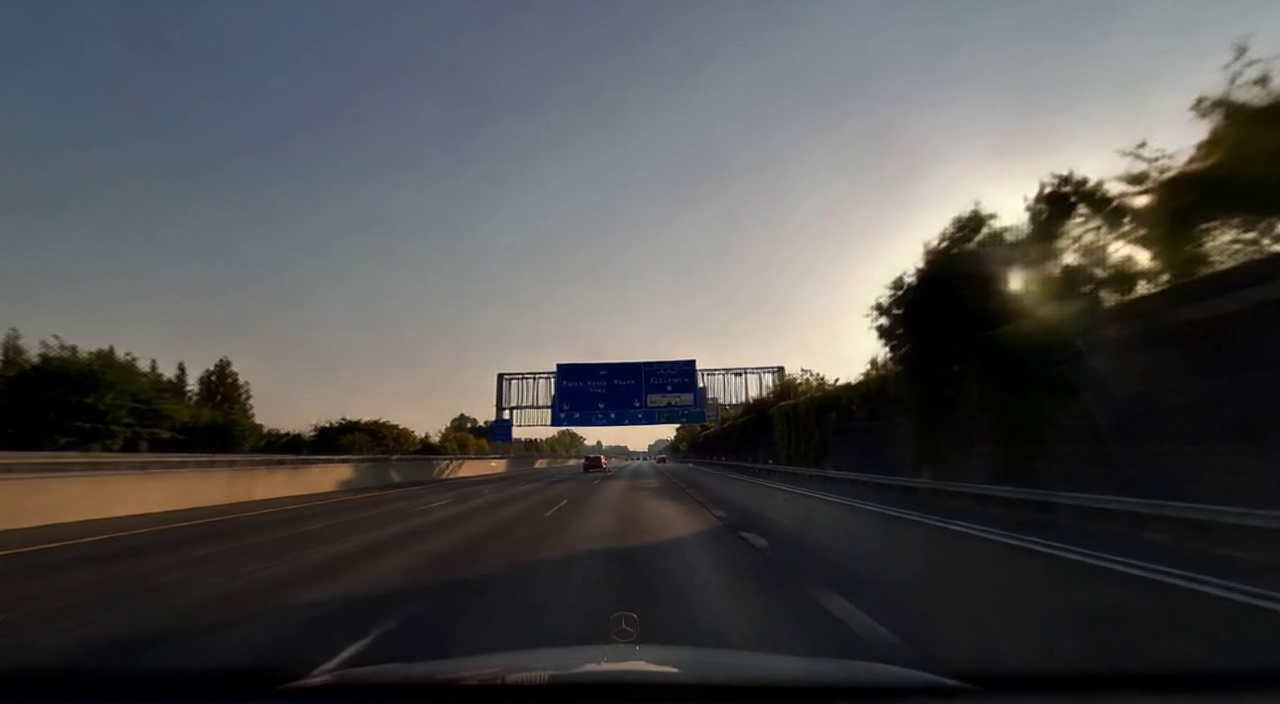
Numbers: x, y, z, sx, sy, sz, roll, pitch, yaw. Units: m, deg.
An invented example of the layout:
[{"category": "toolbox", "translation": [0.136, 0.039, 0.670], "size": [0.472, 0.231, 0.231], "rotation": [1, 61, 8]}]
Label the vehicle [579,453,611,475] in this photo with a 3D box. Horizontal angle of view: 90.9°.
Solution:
[{"category": "vehicle", "translation": [-3.241, 8.214, 46.233], "size": [2.041, 1.512, 3.996], "rotation": [0, -9, 1]}]
